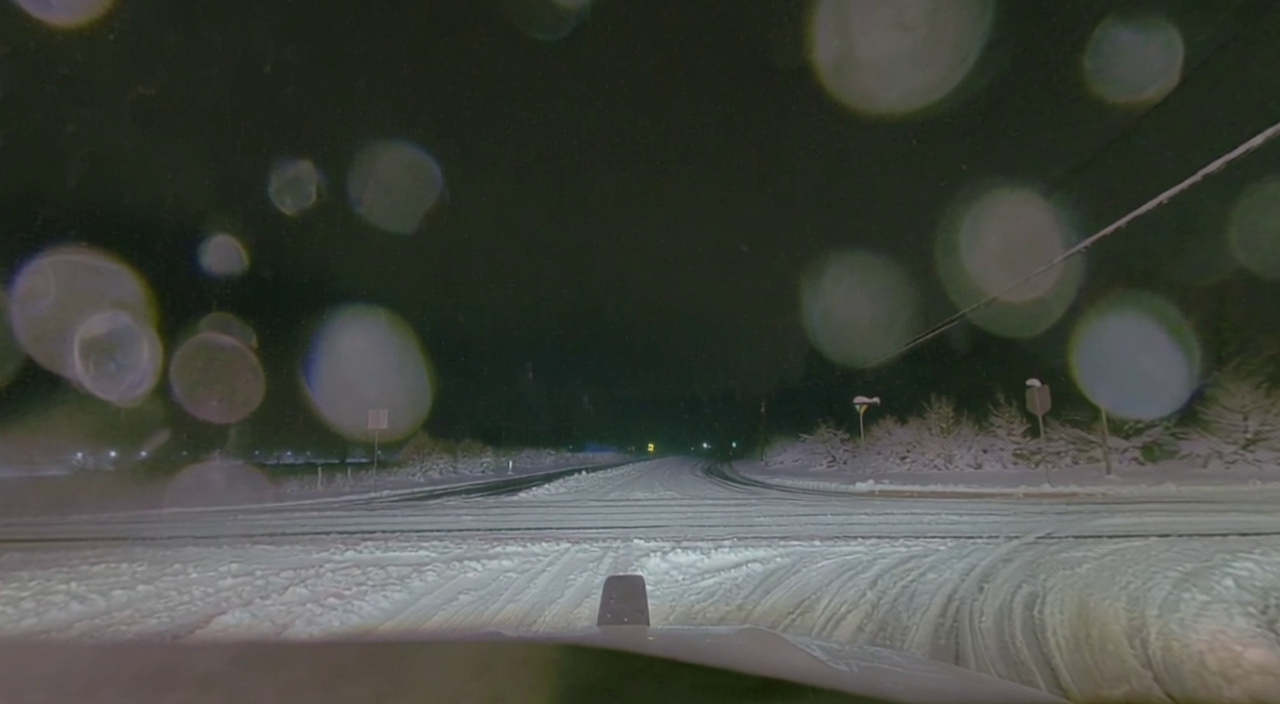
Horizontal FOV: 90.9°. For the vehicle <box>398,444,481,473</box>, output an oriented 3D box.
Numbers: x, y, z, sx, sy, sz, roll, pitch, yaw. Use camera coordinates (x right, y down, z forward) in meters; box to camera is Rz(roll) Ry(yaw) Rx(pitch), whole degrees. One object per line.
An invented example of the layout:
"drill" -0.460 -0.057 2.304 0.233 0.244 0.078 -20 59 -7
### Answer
"vehicle" -12.678 6.747 40.063 4.590 1.735 1.973 -1 -9 3
